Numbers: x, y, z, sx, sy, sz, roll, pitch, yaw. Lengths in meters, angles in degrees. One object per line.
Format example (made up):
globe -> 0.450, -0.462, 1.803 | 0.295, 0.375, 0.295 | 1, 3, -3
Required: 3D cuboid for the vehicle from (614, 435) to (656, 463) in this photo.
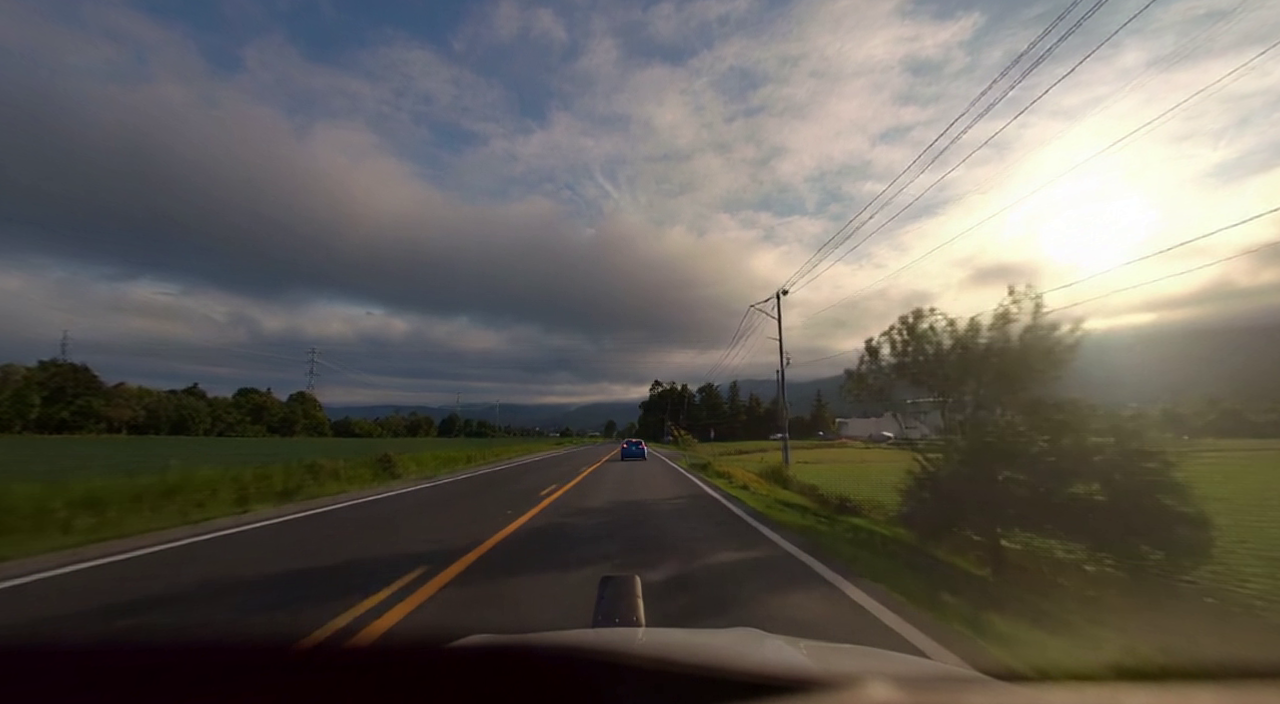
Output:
vehicle -> -0.274, 5.392, 35.286 | 2.241, 1.471, 3.829 | 0, -8, -1
